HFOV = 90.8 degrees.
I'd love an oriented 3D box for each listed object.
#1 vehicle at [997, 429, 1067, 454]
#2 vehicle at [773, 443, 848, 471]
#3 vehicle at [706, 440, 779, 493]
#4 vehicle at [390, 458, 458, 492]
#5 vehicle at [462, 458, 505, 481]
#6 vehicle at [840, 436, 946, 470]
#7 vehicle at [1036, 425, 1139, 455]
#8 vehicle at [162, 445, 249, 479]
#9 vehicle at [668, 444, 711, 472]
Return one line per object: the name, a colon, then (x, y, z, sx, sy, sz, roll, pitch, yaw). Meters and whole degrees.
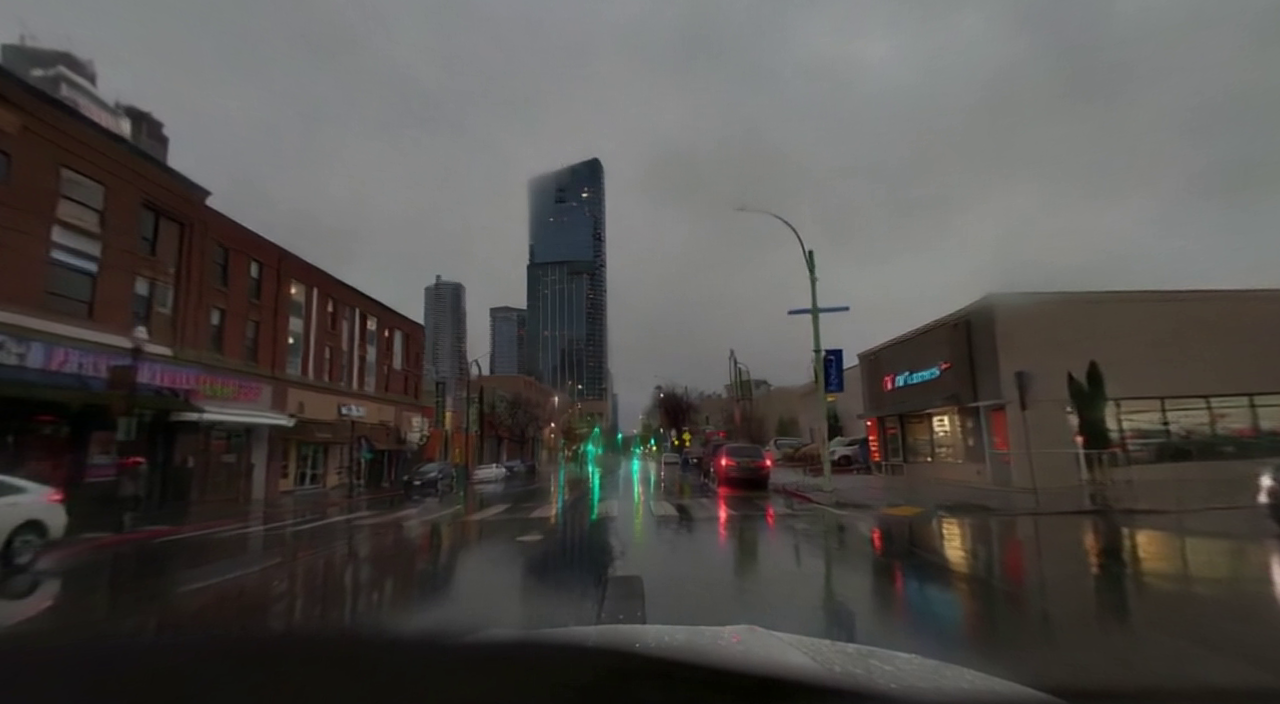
vehicle: (26.961, 6.123, 43.496, 3.666, 1.448, 1.639, -3, -6, 1)
vehicle: (10.435, 6.412, 38.811, 4.018, 1.645, 1.875, 1, -9, -4)
vehicle: (3.791, 4.334, 24.307, 2.118, 1.779, 5.121, 0, -9, 2)
vehicle: (-10.996, 6.270, 32.544, 2.018, 1.553, 4.407, 0, -9, -1)
vehicle: (-10.945, 8.241, 44.490, 1.861, 1.473, 4.633, 0, -9, -1)
vehicle: (13.512, 5.446, 33.968, 4.732, 1.746, 2.141, 0, -9, 2)
vehicle: (27.134, 5.368, 38.428, 4.579, 1.735, 2.092, 0, -9, 0)
vehicle: (-22.525, 5.697, 32.973, 1.778, 1.639, 4.019, 0, -9, -3)
vehicle: (3.536, 7.747, 46.562, 2.492, 1.909, 5.830, 0, -9, -2)
